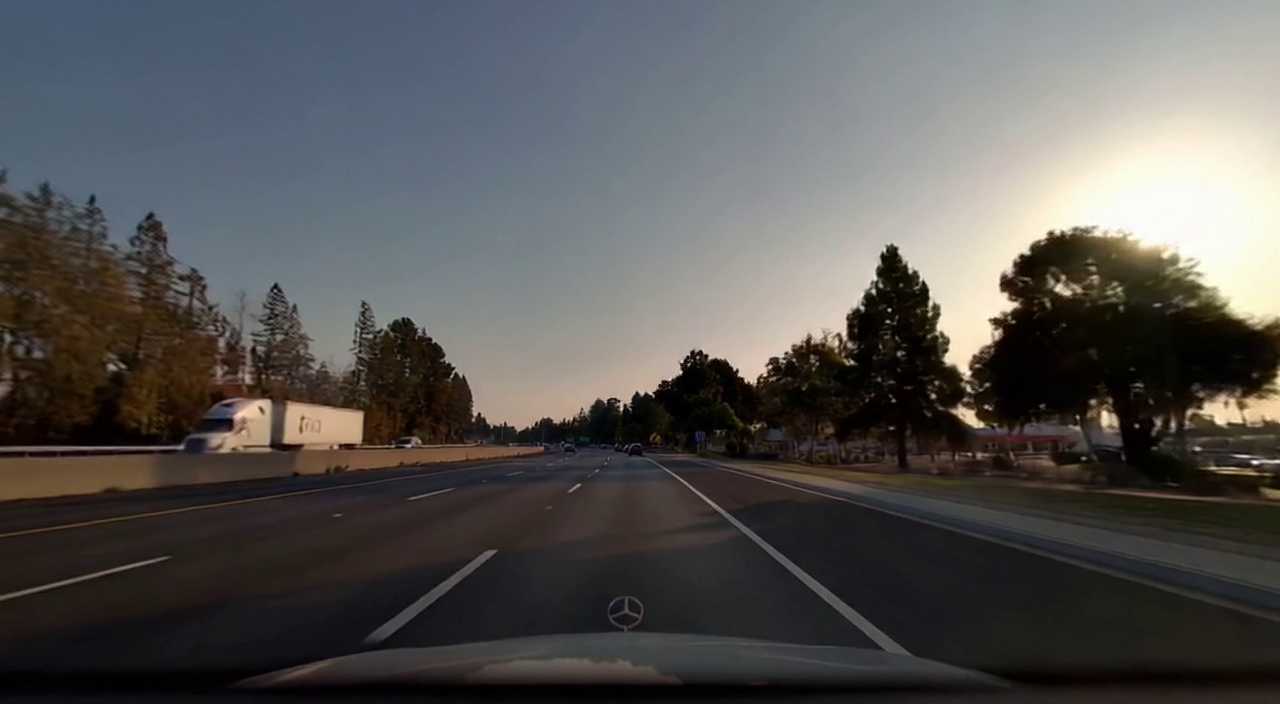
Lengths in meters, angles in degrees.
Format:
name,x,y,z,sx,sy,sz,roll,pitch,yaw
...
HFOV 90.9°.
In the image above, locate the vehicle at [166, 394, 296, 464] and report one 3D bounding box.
name,x,y,z,sx,sy,sz,roll,pitch,yaw
vehicle,-25.961,5.029,40.723,3.010,4.051,8.115,0,-8,-2
